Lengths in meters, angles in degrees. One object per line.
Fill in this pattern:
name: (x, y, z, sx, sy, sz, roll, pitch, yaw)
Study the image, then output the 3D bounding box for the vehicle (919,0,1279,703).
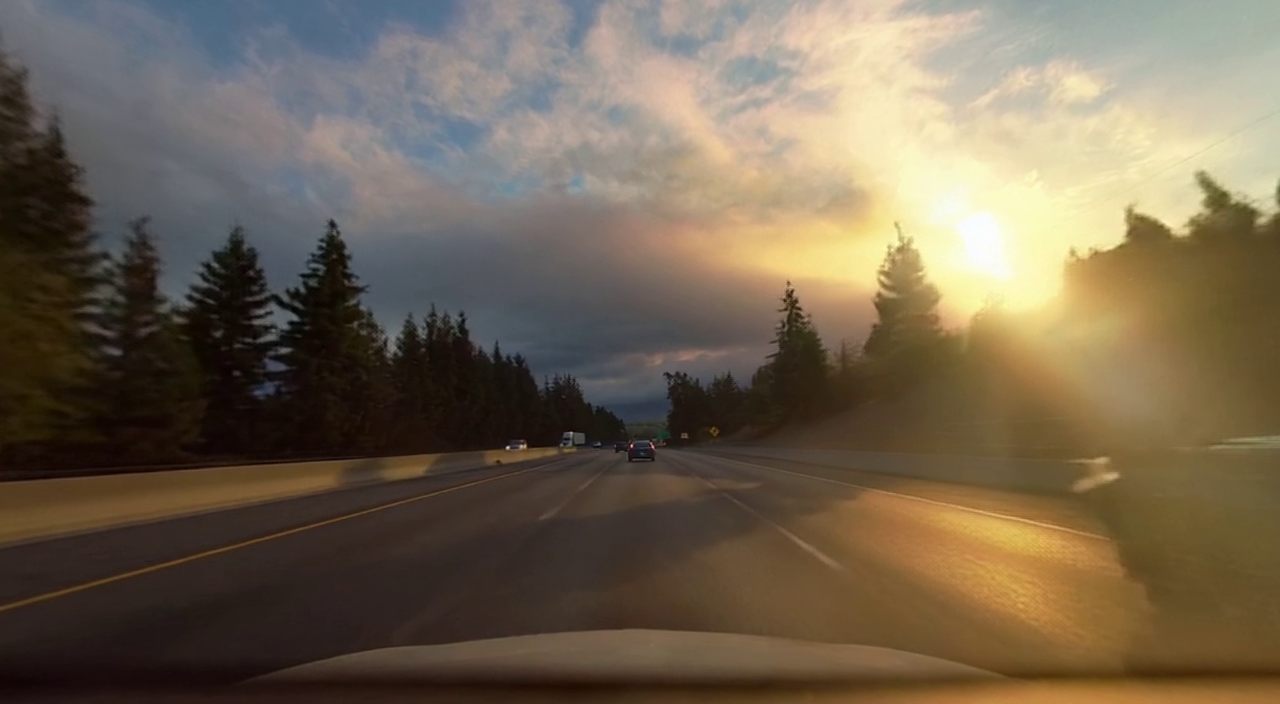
vehicle: (3.804, -0.458, 1.629, 3.090, 4.102, 6.417, 0, -8, 0)

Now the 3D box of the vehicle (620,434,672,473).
vehicle: (0.323, 4.522, 28.197, 2.139, 1.607, 4.034, 0, -8, 2)
